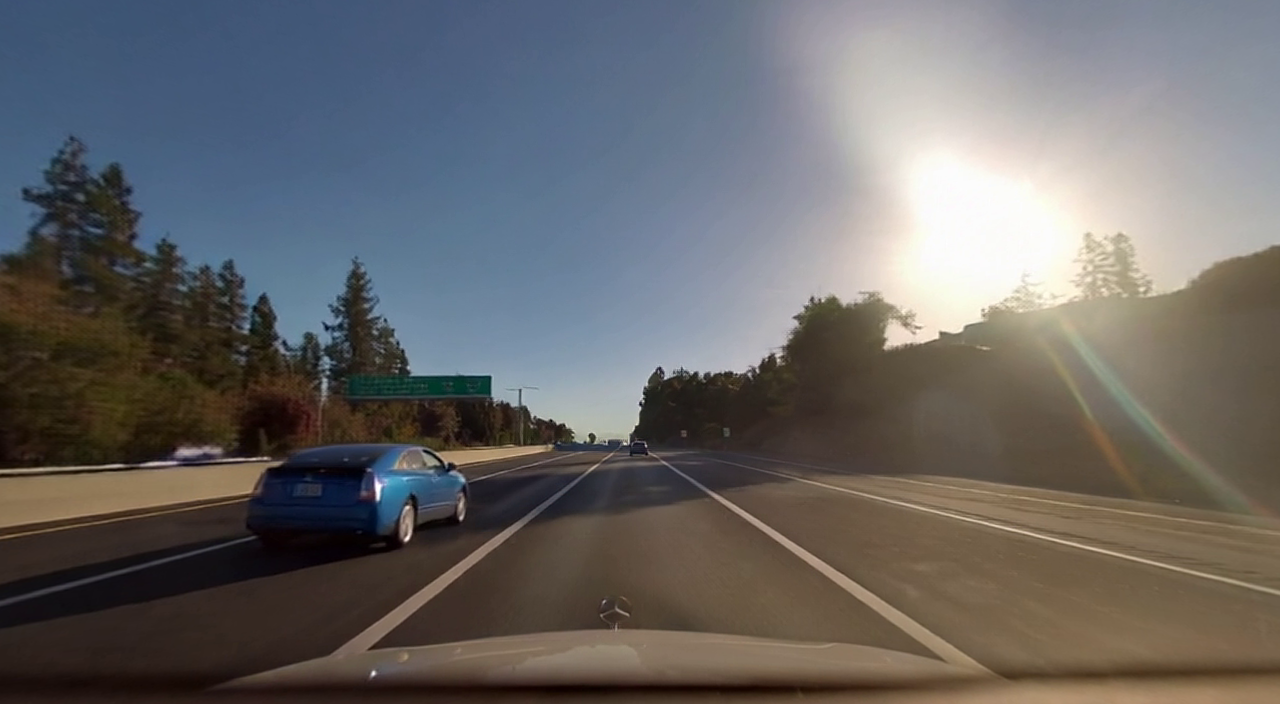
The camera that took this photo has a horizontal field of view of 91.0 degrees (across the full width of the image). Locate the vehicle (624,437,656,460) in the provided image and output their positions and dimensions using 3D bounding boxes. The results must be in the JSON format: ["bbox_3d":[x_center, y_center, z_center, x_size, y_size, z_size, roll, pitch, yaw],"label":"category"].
[{"bbox_3d":[-0.053,6.480,42.516,2.028,1.440,3.690,0,-8,-2],"label":"vehicle"}]

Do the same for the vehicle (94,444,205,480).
[{"bbox_3d":[-22.494,5.009,29.089,1.836,1.475,4.187,0,-8,-1],"label":"vehicle"}]
